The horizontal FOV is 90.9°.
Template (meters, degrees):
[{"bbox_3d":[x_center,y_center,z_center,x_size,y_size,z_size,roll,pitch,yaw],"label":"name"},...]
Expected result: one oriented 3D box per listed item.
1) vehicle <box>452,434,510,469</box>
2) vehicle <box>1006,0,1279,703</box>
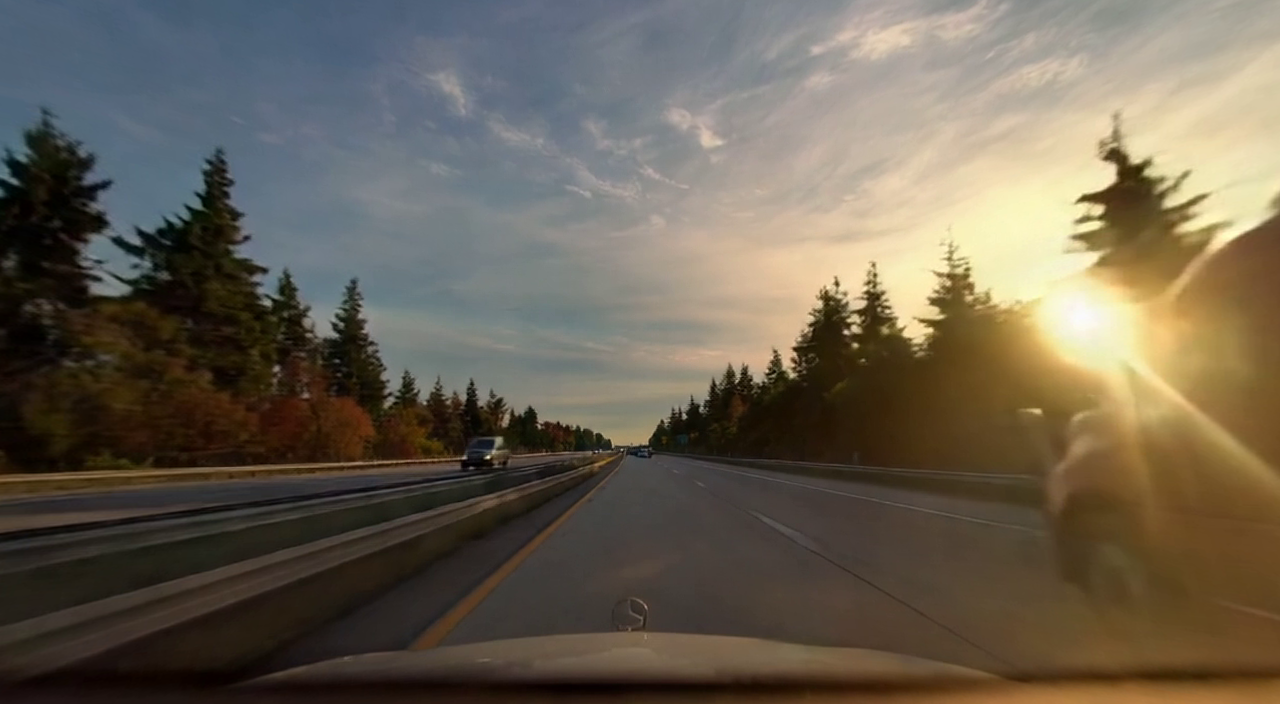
[{"bbox_3d":[-8.989,5.710,36.139,2.018,1.875,5.039,0,-9,0],"label":"vehicle"},{"bbox_3d":[3.889,-0.453,0.880,2.999,3.668,5.909,0,-9,0],"label":"vehicle"}]
